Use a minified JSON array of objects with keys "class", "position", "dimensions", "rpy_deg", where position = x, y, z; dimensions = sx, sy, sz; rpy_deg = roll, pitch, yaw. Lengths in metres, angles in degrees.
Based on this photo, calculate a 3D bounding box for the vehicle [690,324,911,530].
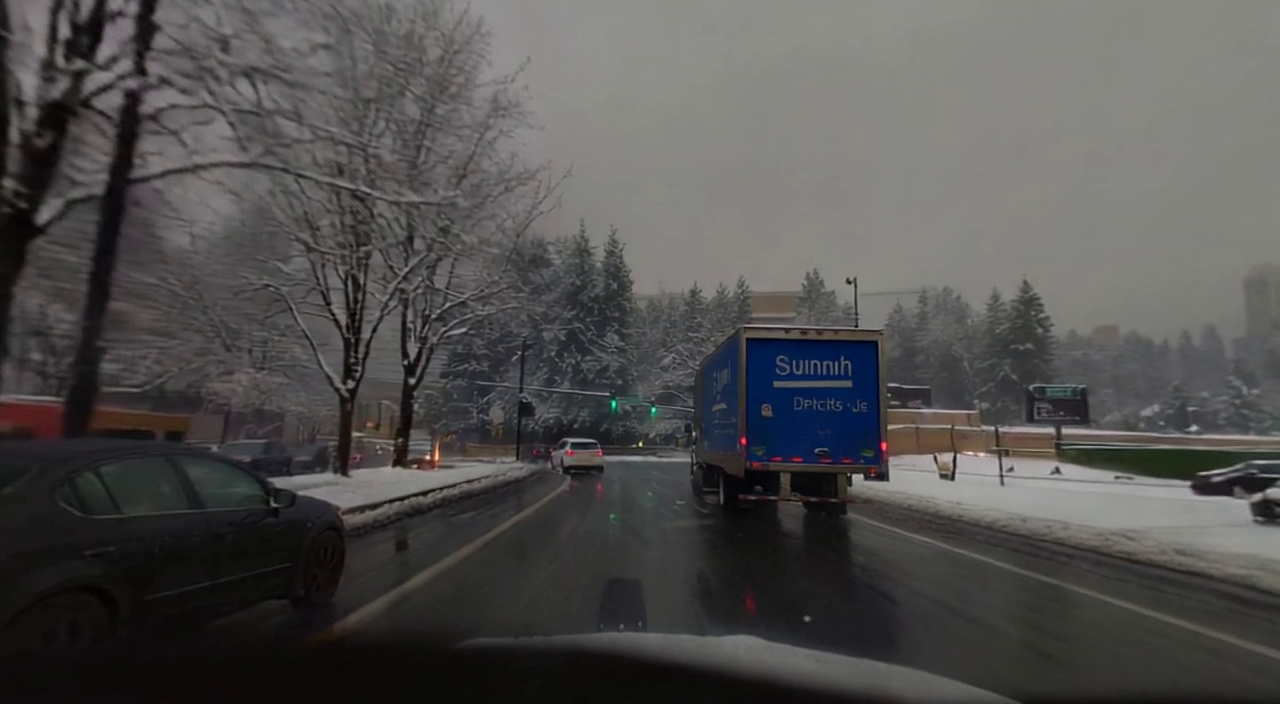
[{"class":"vehicle","position":[3.168,1.924,15.395],"dimensions":[2.905,3.644,8.441],"rpy_deg":[0,-9,-2]}]

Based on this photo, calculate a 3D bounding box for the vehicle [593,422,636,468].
[{"class":"vehicle","position":[-2.053,7.090,47.585],"dimensions":[2.837,3.142,7.371],"rpy_deg":[2,-9,-5]}]

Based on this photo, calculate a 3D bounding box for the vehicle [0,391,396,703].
[{"class":"vehicle","position":[-3.566,1.225,4.550],"dimensions":[1.828,1.515,4.422],"rpy_deg":[0,-9,0]}]

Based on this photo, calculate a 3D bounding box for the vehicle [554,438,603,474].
[{"class":"vehicle","position":[-3.426,5.662,34.285],"dimensions":[2.388,1.811,4.455],"rpy_deg":[1,-9,-8]}]
